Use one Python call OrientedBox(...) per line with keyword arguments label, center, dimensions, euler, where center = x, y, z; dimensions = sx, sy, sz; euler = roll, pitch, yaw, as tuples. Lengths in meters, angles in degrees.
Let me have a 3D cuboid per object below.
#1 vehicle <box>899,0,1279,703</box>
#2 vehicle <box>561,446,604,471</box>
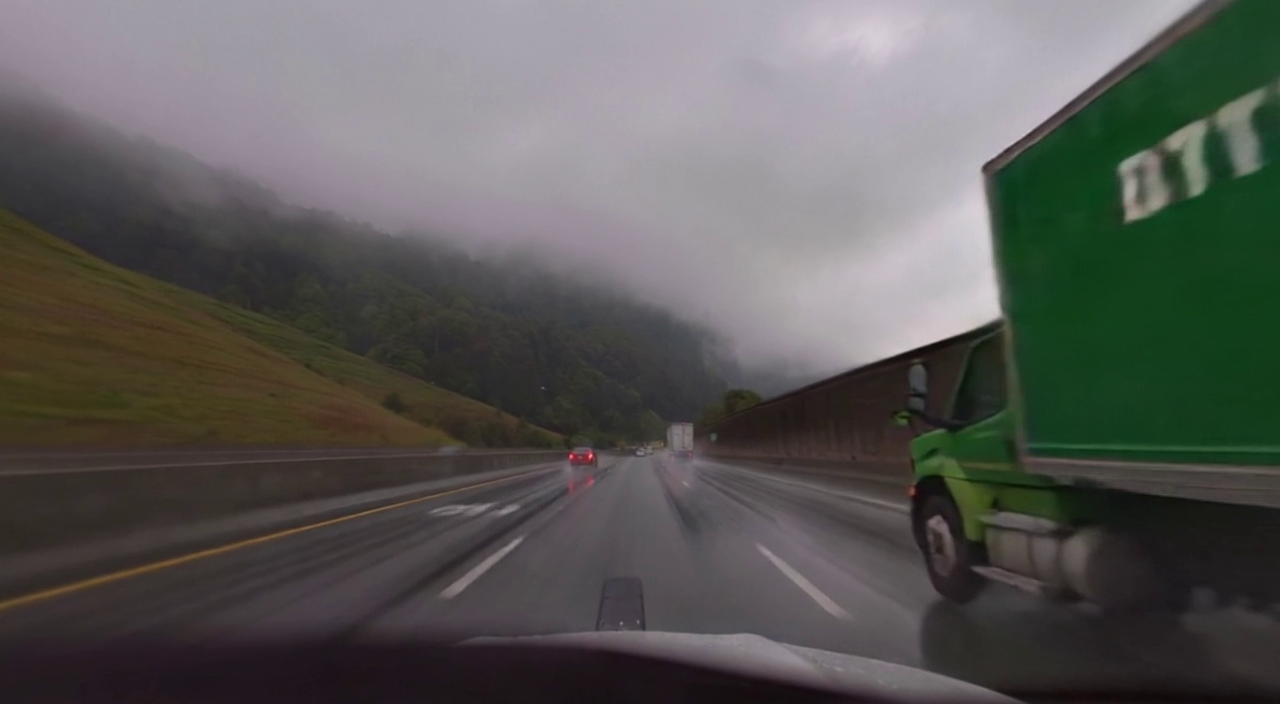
OrientedBox(label="vehicle", center=(4.013, -0.302, 2.610), dimensions=(2.999, 4.023, 6.337), euler=(0, -9, -1))
OrientedBox(label="vehicle", center=(-3.502, 6.605, 39.310), dimensions=(2.060, 1.475, 5.314), euler=(0, -9, 1))
